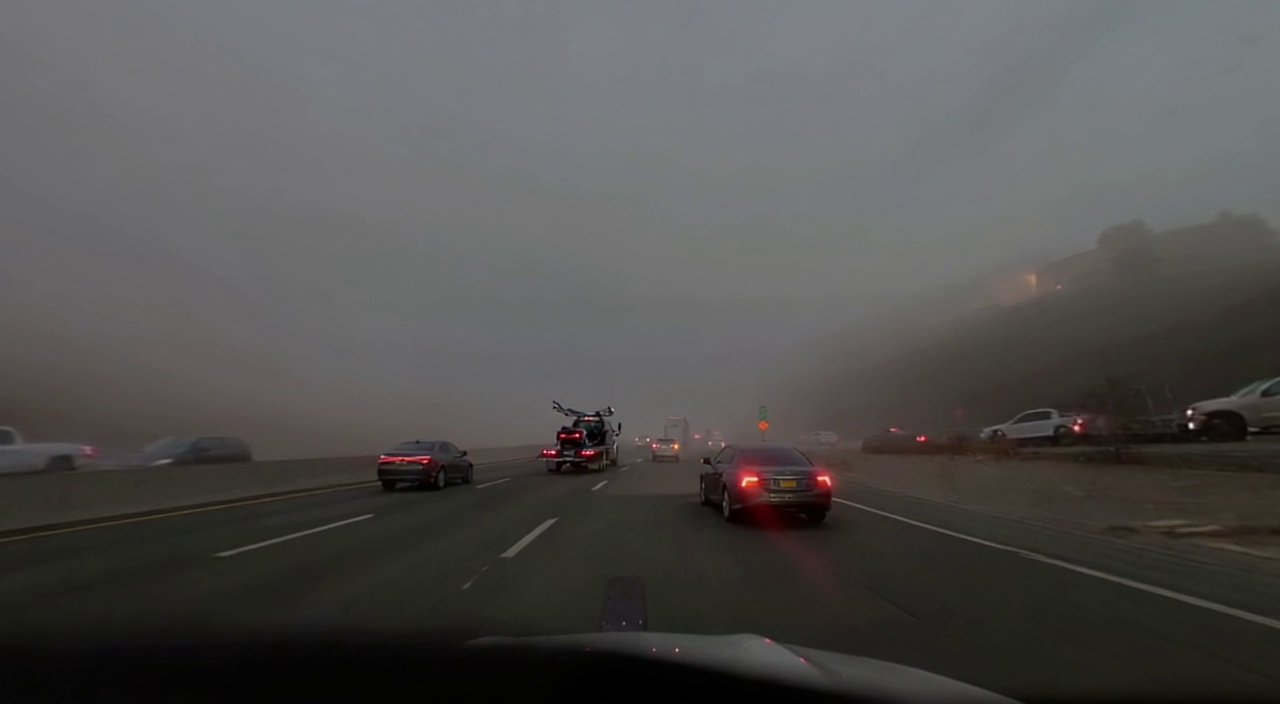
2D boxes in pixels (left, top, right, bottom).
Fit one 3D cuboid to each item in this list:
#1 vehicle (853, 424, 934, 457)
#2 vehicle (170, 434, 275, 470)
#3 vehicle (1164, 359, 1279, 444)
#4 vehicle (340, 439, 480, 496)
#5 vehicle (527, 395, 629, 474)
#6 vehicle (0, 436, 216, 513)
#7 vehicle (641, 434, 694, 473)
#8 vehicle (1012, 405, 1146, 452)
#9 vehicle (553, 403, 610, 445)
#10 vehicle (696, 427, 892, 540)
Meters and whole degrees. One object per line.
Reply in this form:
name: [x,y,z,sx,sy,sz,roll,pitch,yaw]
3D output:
vehicle: [11.989,4.218,30.116,1.930,1.454,4.126,1,-8,-4]
vehicle: [-22.643,5.451,34.499,2.029,1.808,4.953,-1,-8,4]
vehicle: [13.289,0.999,12.470,1.979,1.616,4.268,1,-8,-4]
vehicle: [-6.317,3.218,18.089,1.964,1.395,4.948,0,-8,3]
vehicle: [-2.424,3.879,29.119,3.162,2.955,10.282,0,-8,3]
vehicle: [-12.572,2.852,15.195,1.869,1.603,3.861,0,-8,3]
vehicle: [1.171,4.262,26.673,2.079,1.499,3.915,0,-8,3]
vehicle: [16.809,3.003,24.449,2.034,1.647,4.188,0,-8,-3]
vehicle: [-2.483,3.246,27.826,1.893,1.674,4.766,0,-8,2]
vehicle: [2.245,2.072,10.598,2.040,1.481,4.260,0,-8,-3]
